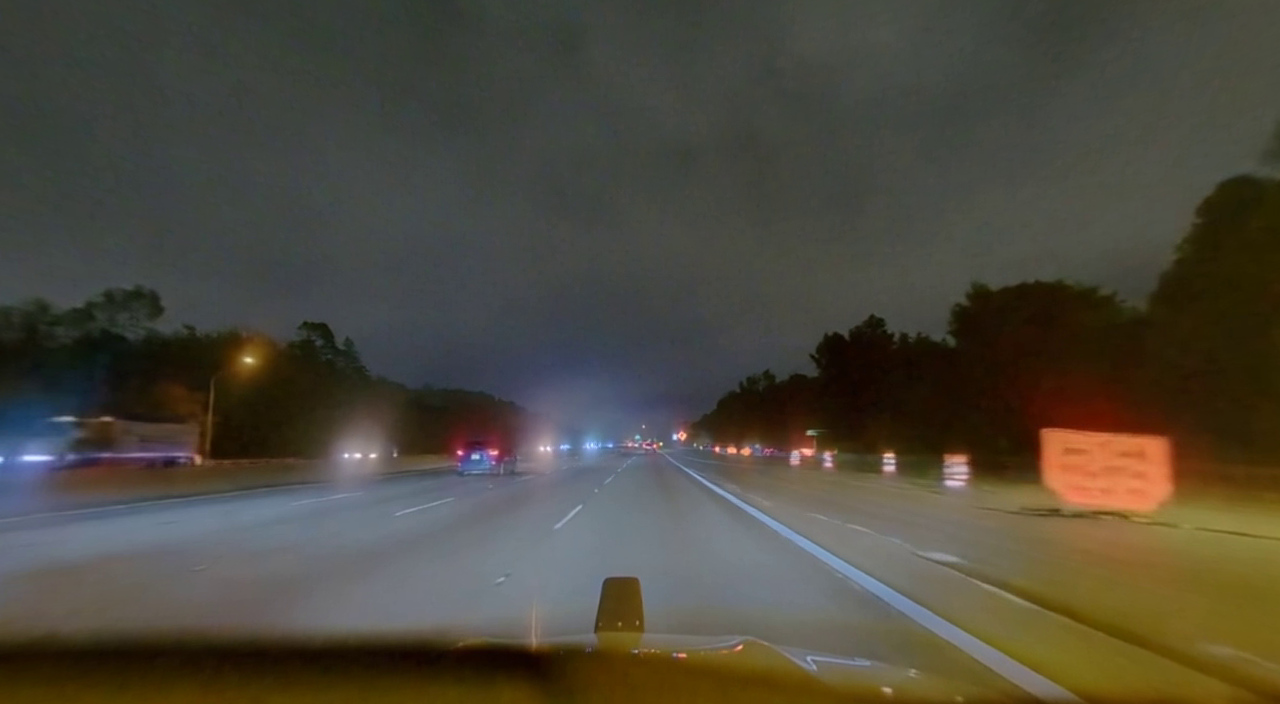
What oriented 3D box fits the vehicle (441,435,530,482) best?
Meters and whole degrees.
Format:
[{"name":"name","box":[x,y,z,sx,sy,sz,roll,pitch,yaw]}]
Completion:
[{"name":"vehicle","box":[-6.204,4.339,25.951,2.402,1.733,4.512,0,-9,2]}]

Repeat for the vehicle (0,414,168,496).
[{"name":"vehicle","box":[-18.530,3.173,19.654,2.592,2.186,6.335,0,-9,1]}]

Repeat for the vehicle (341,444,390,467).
[{"name":"vehicle","box":[-18.233,6.867,42.009,1.582,1.440,3.554,0,-9,1]}]
